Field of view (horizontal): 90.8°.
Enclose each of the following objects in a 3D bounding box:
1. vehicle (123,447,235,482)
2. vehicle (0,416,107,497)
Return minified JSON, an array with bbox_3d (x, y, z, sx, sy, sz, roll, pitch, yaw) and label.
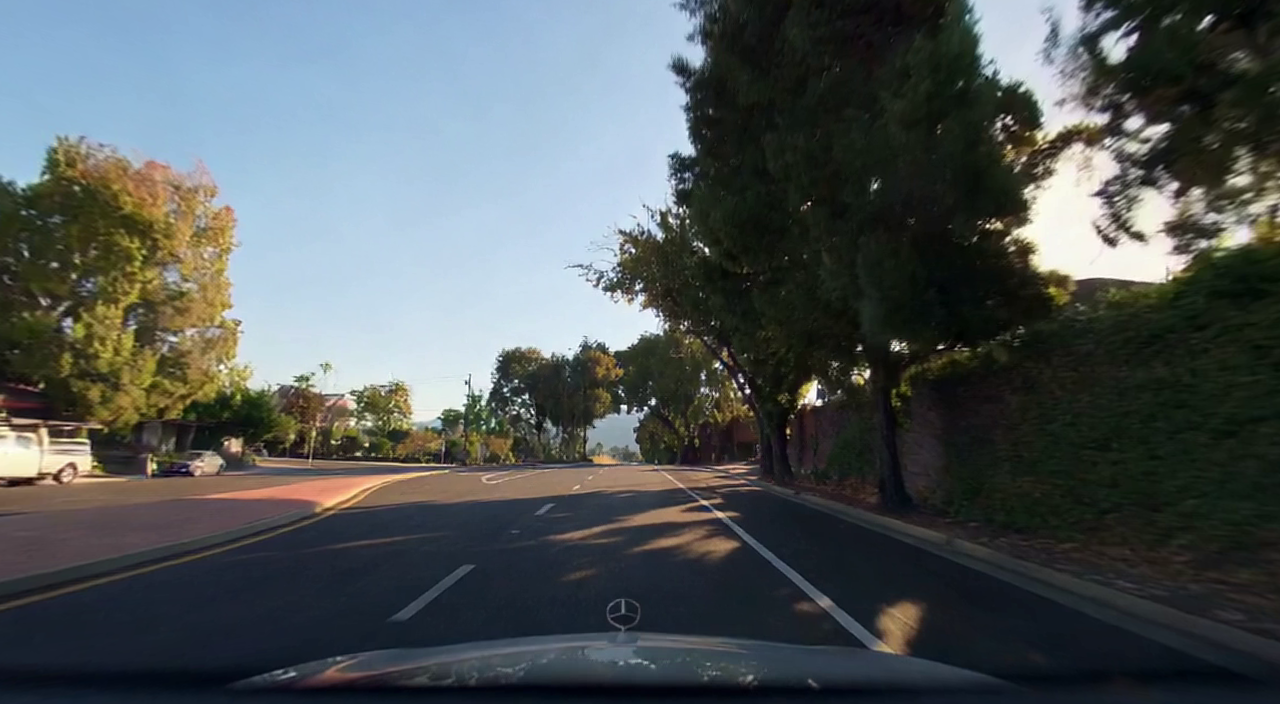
[{"bbox_3d":[-22.721,5.512,31.446,2.049,1.578,4.787,0,-9,-2],"label":"vehicle"},{"bbox_3d":[-22.183,3.628,21.548,2.314,2.597,6.819,-3,-10,-3],"label":"vehicle"}]
